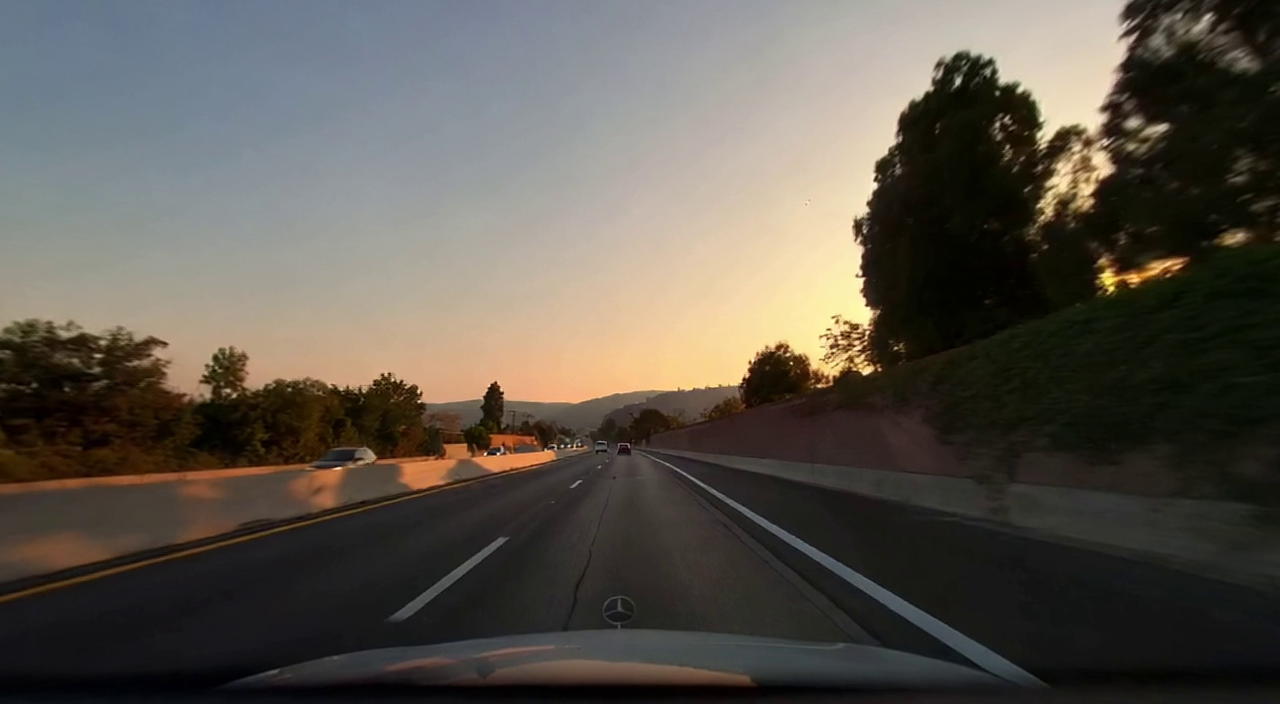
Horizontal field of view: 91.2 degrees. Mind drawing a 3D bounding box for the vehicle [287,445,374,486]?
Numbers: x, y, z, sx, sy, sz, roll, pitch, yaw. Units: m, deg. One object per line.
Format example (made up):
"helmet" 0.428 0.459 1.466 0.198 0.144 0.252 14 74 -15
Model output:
"vehicle" -13.021 4.753 26.664 1.883 1.569 4.047 0 -9 -4
